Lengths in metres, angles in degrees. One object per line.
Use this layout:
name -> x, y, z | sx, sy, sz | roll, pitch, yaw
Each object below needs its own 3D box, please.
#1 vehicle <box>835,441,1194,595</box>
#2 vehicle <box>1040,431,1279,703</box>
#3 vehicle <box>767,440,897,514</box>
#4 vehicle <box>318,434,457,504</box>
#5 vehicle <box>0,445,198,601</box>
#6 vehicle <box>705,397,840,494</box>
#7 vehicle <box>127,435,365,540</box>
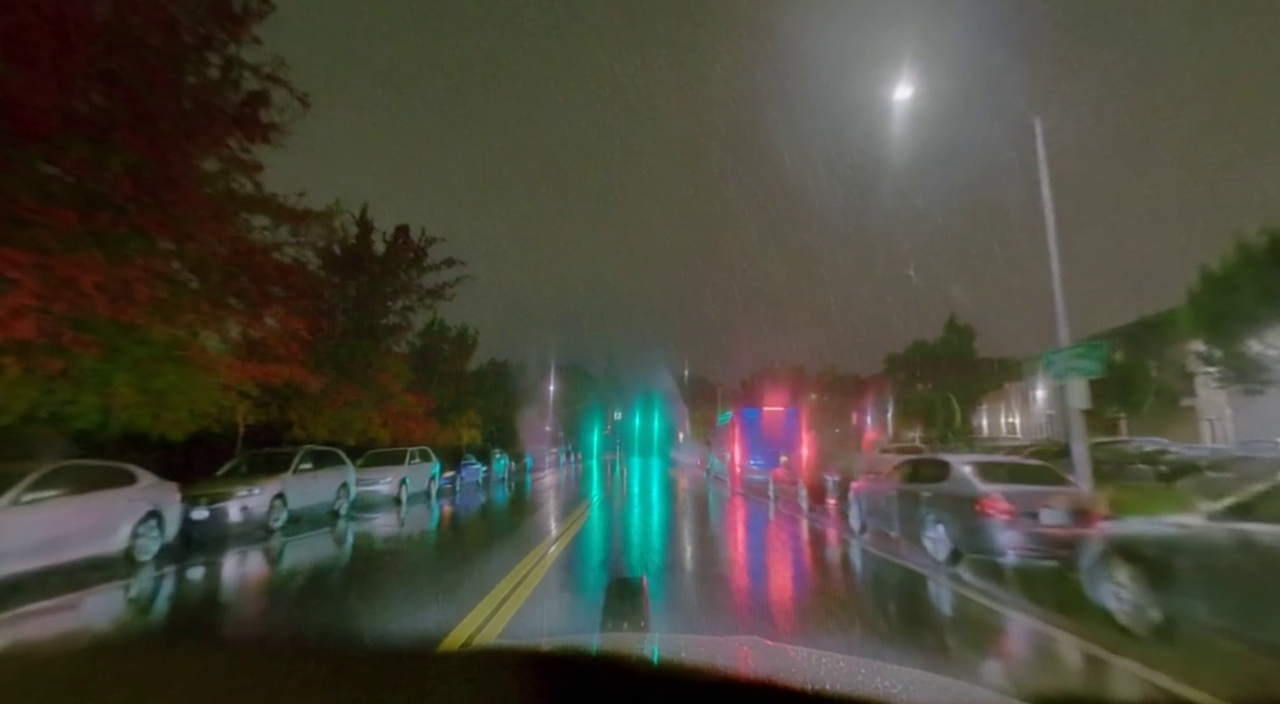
vehicle -> 4.331, 1.935, 8.491 | 1.762, 1.444, 4.906 | 0, -8, -1
vehicle -> 4.303, 1.110, 3.045 | 1.804, 1.453, 4.462 | 0, -8, 0
vehicle -> 4.346, 2.852, 14.983 | 1.764, 1.494, 4.248 | 0, -8, 0
vehicle -> -7.140, 3.334, 18.505 | 1.984, 1.745, 4.866 | 0, -8, 1
vehicle -> -7.044, 1.782, 6.745 | 1.775, 1.433, 4.011 | -2, -7, -1
vehicle -> 4.299, 3.270, 22.219 | 3.089, 2.882, 6.770 | 0, -8, -2
vehicle -> -7.159, 2.432, 12.103 | 1.874, 1.607, 4.174 | -1, -8, 0
